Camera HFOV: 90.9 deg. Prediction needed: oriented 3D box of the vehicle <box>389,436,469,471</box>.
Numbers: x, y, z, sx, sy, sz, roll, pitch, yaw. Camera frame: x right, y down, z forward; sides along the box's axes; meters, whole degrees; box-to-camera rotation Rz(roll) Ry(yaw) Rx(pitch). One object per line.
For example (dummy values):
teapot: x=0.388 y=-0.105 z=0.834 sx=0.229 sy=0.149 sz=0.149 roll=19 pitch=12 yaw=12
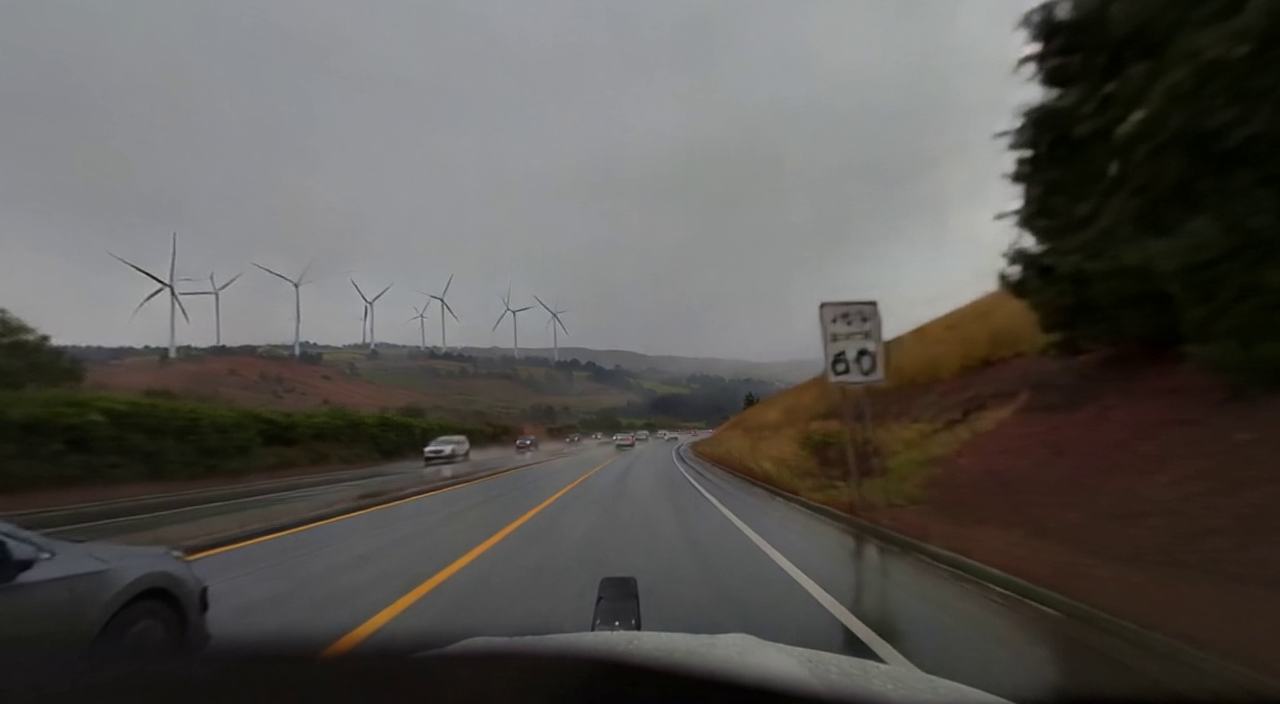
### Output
vehicle: x=-9.592 y=4.638 z=29.094 sx=1.917 sy=1.475 sz=4.700 roll=0 pitch=-8 yaw=3

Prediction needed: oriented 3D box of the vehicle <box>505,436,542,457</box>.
vehicle: x=-8.615 y=7.034 z=46.998 sx=1.823 sy=1.509 sz=4.008 roll=0 pitch=-8 yaw=3

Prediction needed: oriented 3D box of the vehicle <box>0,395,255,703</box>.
vehicle: x=-2.902 y=0.721 z=0.929 sx=1.918 sy=1.443 sz=4.422 roll=0 pitch=-8 yaw=-1
